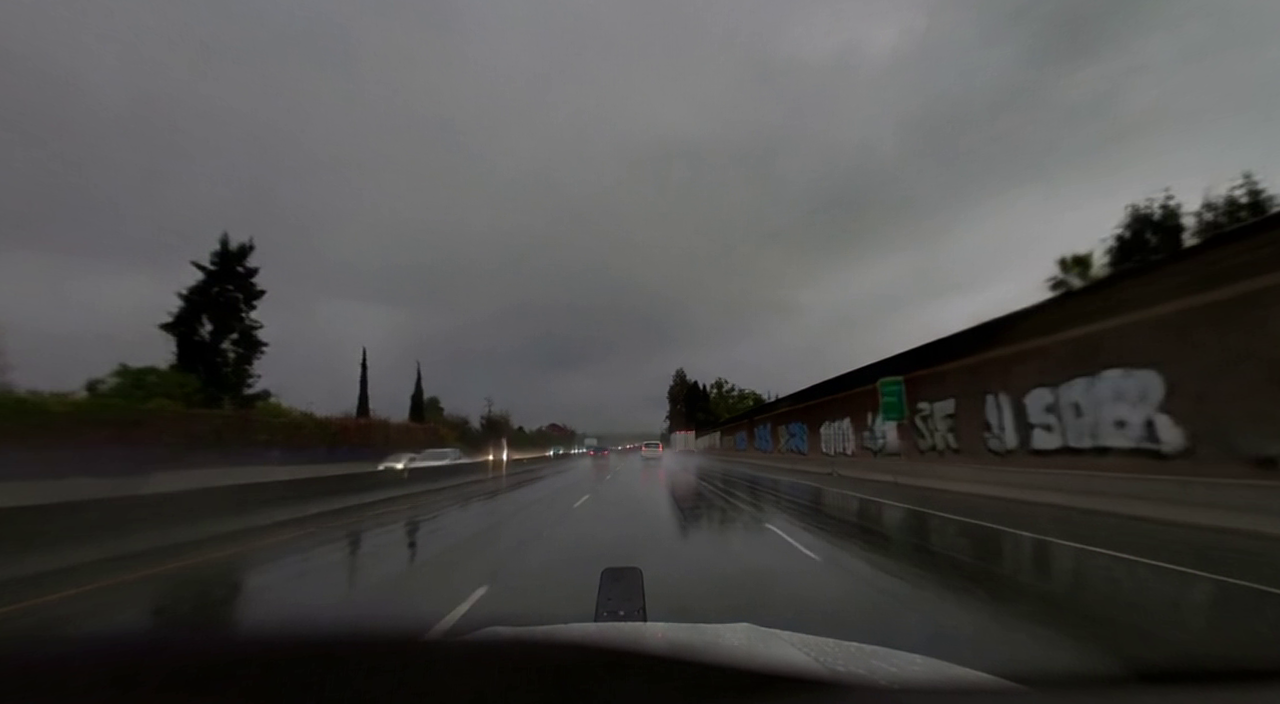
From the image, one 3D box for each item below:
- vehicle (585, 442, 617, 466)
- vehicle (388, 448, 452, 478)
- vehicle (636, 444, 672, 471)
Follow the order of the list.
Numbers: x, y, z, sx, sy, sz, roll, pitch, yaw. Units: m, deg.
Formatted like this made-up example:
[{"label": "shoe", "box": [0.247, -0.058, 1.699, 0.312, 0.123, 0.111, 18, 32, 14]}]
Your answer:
[{"label": "vehicle", "box": [-2.842, 7.635, 47.181, 2.095, 1.671, 4.193, 0, -9, 1]}, {"label": "vehicle", "box": [-11.980, 6.062, 34.697, 1.844, 1.492, 4.446, 0, -9, 1]}, {"label": "vehicle", "box": [0.786, 6.280, 37.759, 2.009, 1.506, 4.091, 0, -9, 0]}]
